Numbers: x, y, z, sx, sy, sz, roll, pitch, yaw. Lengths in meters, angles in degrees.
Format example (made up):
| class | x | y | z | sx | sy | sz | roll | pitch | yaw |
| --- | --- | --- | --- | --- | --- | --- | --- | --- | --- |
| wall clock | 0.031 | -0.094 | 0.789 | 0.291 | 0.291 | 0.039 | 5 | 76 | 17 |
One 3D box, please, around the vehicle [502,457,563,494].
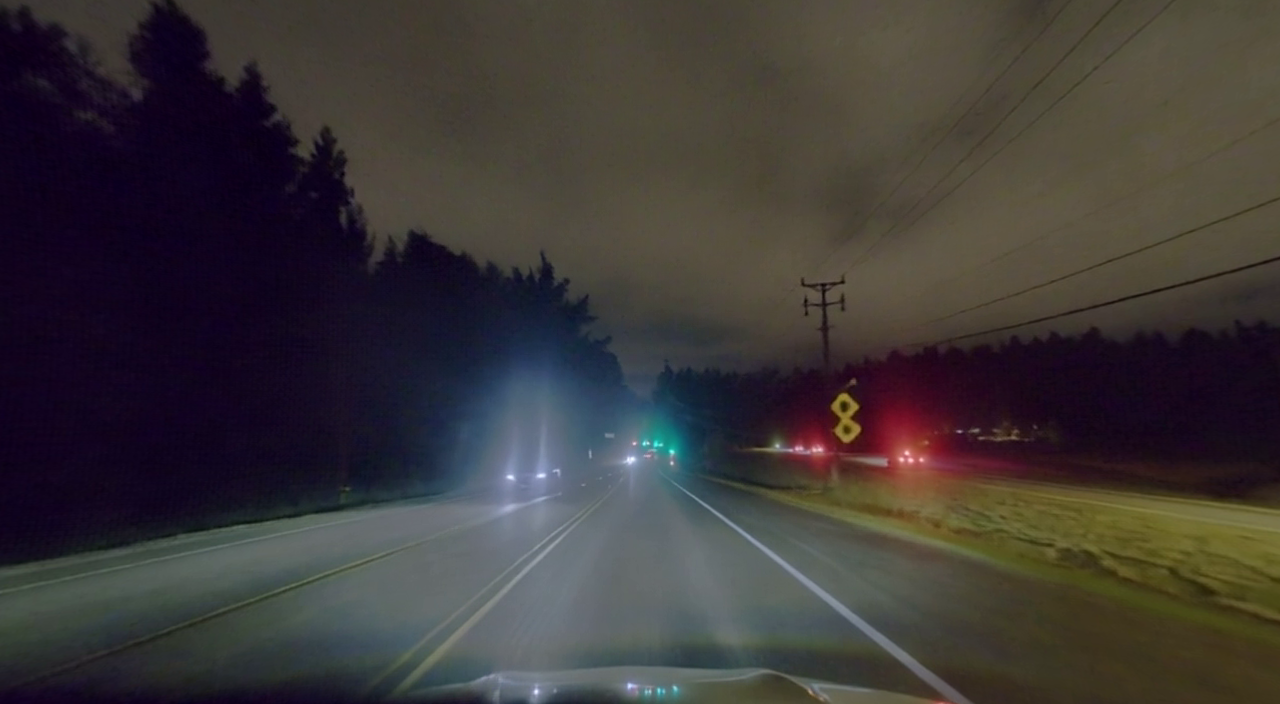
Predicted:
| class | x | y | z | sx | sy | sz | roll | pitch | yaw |
| --- | --- | --- | --- | --- | --- | --- | --- | --- | --- |
| vehicle | -4.965 | 5.745 | 29.664 | 2.000 | 1.546 | 4.342 | 0 | -9 | 2 |
